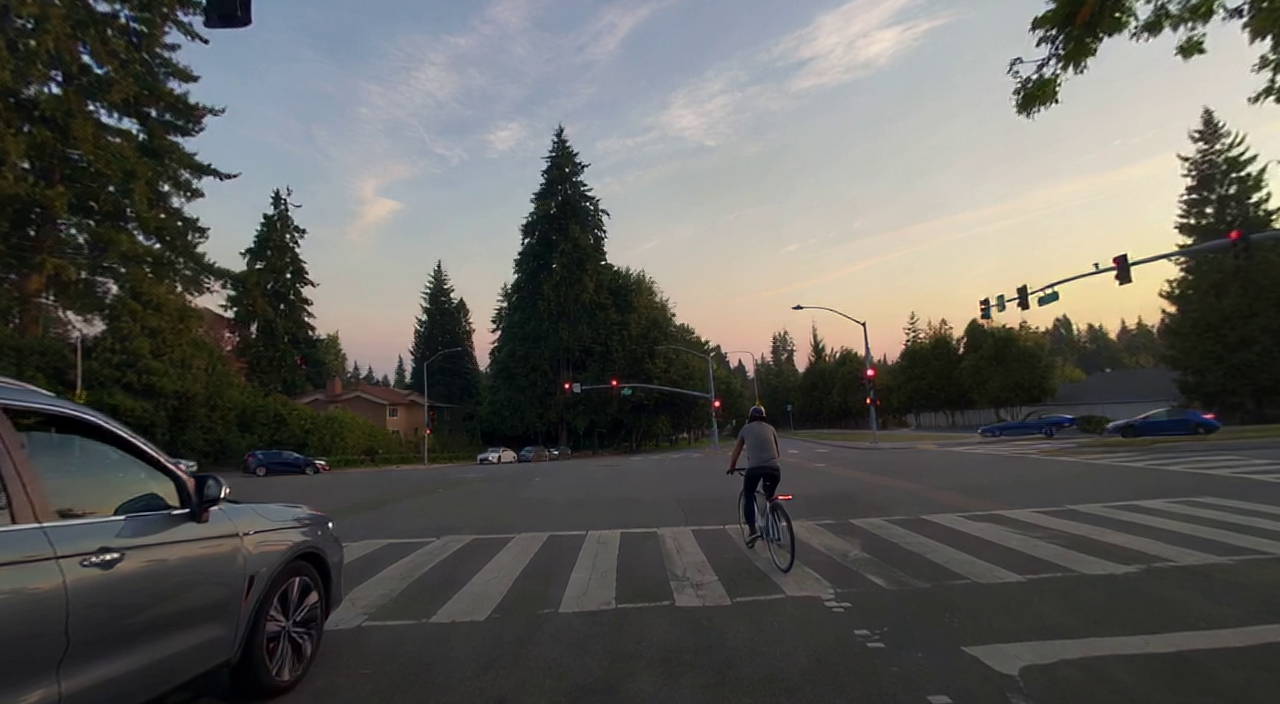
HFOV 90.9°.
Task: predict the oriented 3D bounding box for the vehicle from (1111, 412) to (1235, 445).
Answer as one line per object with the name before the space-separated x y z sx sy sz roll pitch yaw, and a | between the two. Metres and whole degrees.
vehicle | 25.742 3.726 30.509 4.716 1.507 1.904 2 -9 -11

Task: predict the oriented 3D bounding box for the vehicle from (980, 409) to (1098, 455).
vehicle | 18.546 3.752 29.392 4.237 1.948 1.997 0 -9 -9

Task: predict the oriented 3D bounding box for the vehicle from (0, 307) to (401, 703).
vehicle | -2.969 0.872 2.752 2.049 1.756 4.602 0 -8 0
